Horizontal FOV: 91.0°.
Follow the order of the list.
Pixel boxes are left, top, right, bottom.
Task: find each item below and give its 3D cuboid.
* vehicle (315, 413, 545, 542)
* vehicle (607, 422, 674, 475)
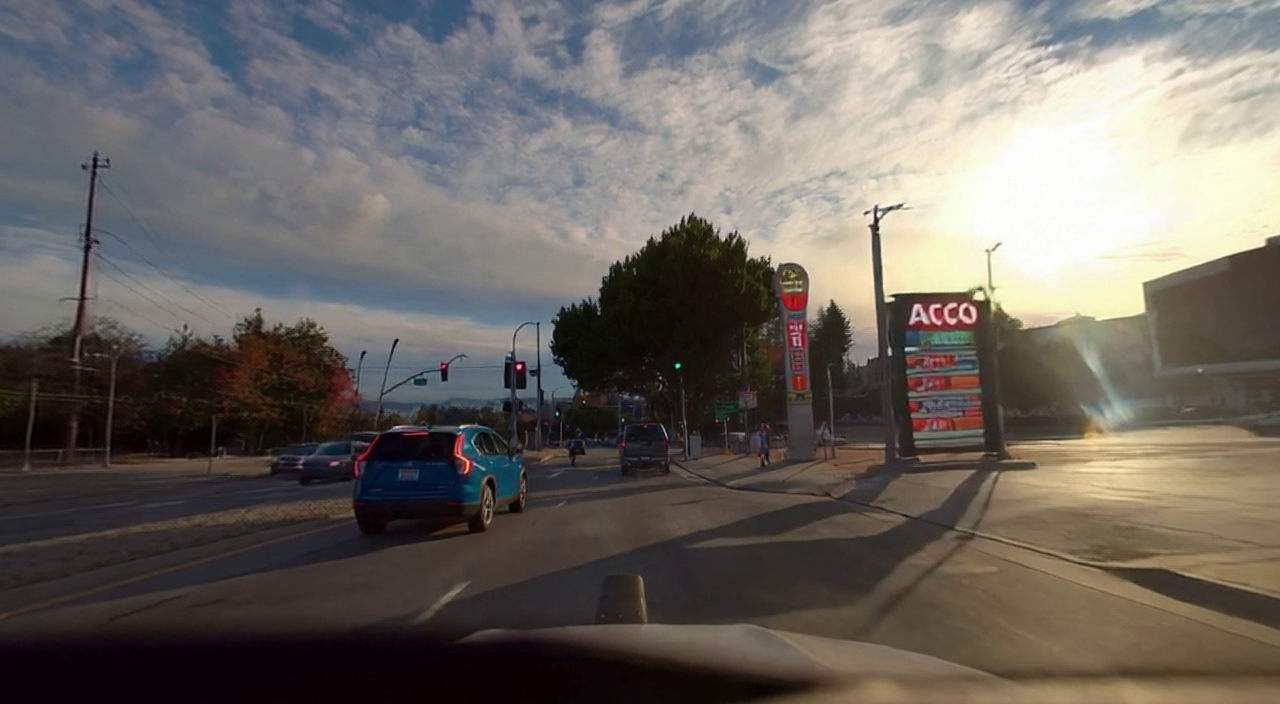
[{"bbox_3d":[-3.233,2.075,11.062,2.247,1.734,4.919,0,-8,1],"label":"vehicle"},{"bbox_3d":[-0.065,4.099,26.914,2.552,1.999,5.498,0,-8,-2],"label":"vehicle"}]
